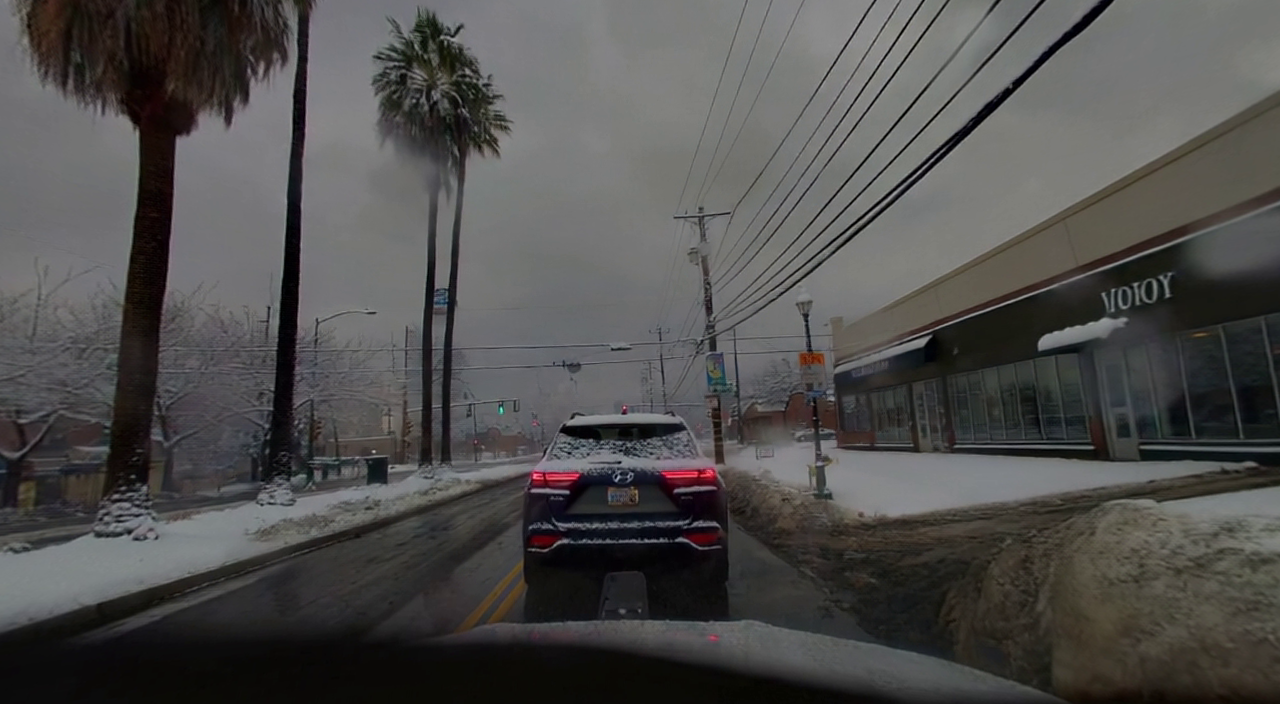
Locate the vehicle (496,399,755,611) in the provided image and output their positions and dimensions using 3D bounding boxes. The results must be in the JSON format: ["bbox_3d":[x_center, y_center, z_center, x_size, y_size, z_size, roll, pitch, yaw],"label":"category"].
[{"bbox_3d":[-0.201,1.517,7.107,2.105,1.702,3.750,0,-8,-3],"label":"vehicle"}]
